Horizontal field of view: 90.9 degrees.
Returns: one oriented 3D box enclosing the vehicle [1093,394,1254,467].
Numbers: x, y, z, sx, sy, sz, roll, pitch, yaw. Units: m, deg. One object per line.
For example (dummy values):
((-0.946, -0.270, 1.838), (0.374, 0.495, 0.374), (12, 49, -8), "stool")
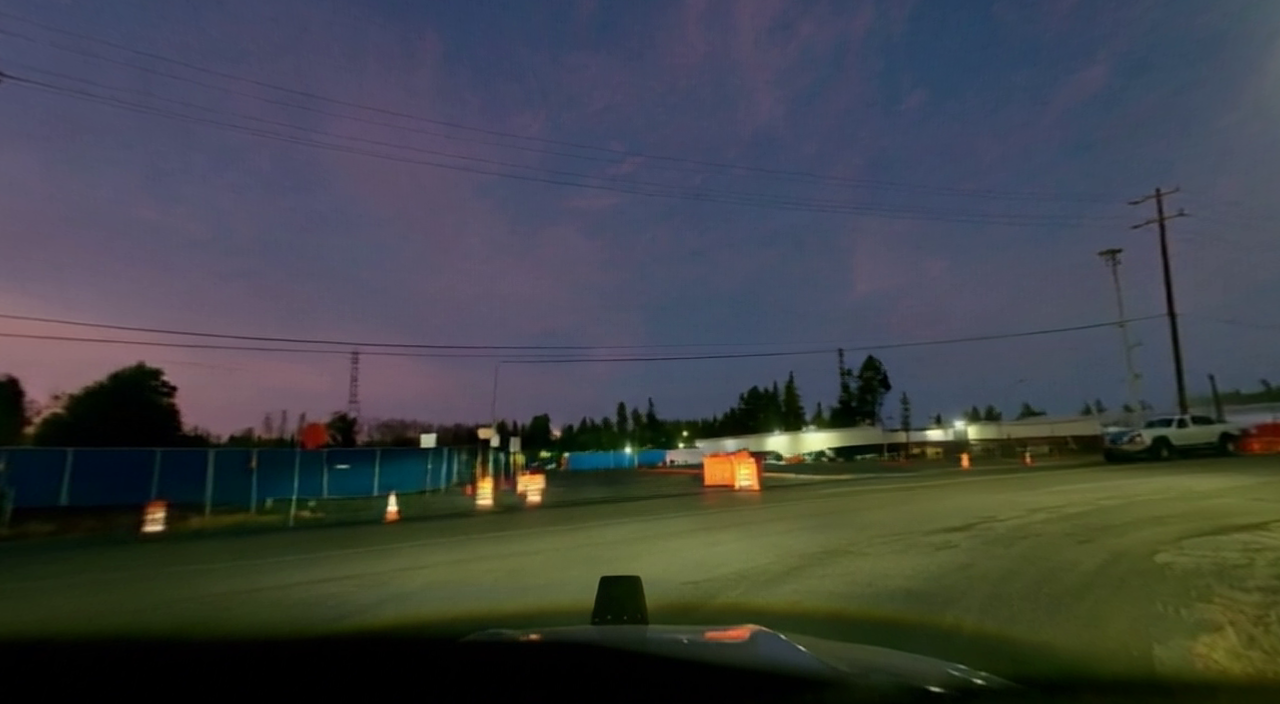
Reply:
((26.598, 4.013, 31.352), (8.300, 3.218, 2.790), (4, -12, -27), "vehicle")
